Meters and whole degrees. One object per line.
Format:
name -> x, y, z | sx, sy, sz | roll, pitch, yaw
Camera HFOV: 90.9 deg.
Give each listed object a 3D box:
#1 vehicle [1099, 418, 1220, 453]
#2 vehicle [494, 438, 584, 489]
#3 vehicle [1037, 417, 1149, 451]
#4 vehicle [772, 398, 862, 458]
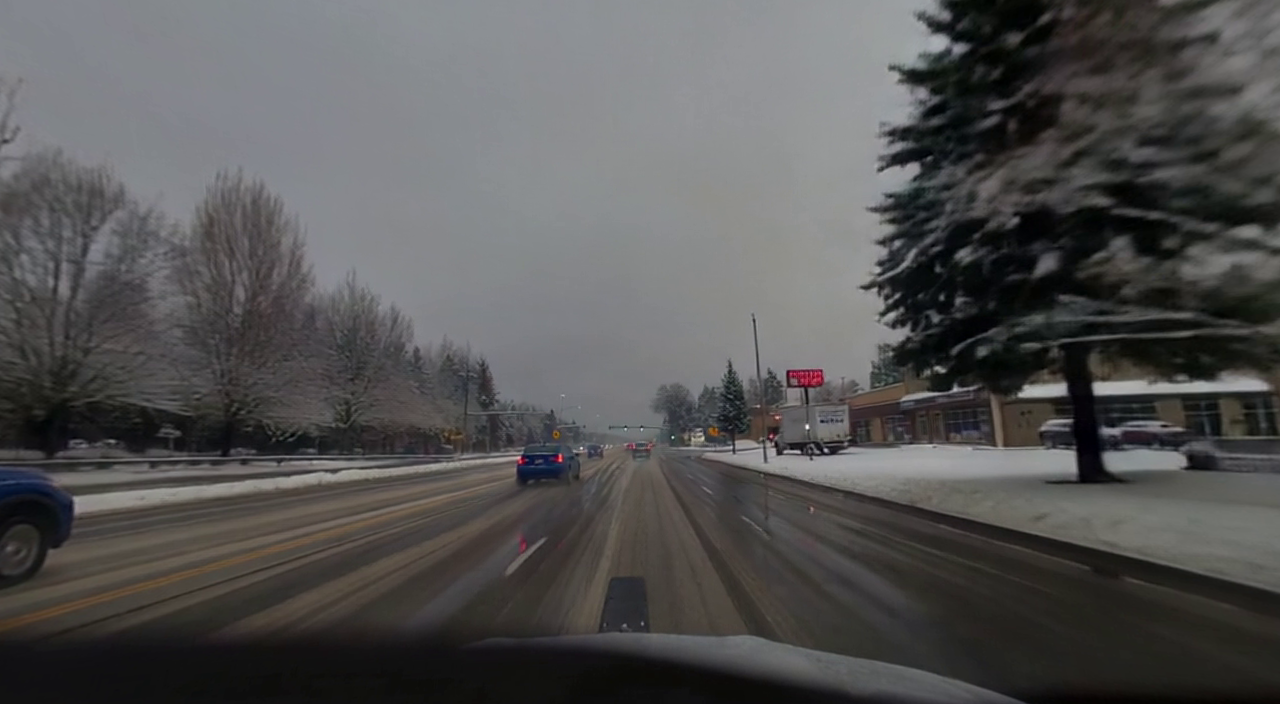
vehicle -> 25.279, 4.092, 30.765 | 4.222, 1.450, 1.766 | -3, -8, 0
vehicle -> -3.182, 3.637, 20.877 | 2.152, 1.479, 4.394 | 0, -9, 2
vehicle -> 25.341, 4.600, 35.365 | 4.643, 1.852, 1.978 | 0, -9, 0
vehicle -> 12.206, 5.582, 44.879 | 2.995, 3.704, 10.928 | 0, -9, -1
